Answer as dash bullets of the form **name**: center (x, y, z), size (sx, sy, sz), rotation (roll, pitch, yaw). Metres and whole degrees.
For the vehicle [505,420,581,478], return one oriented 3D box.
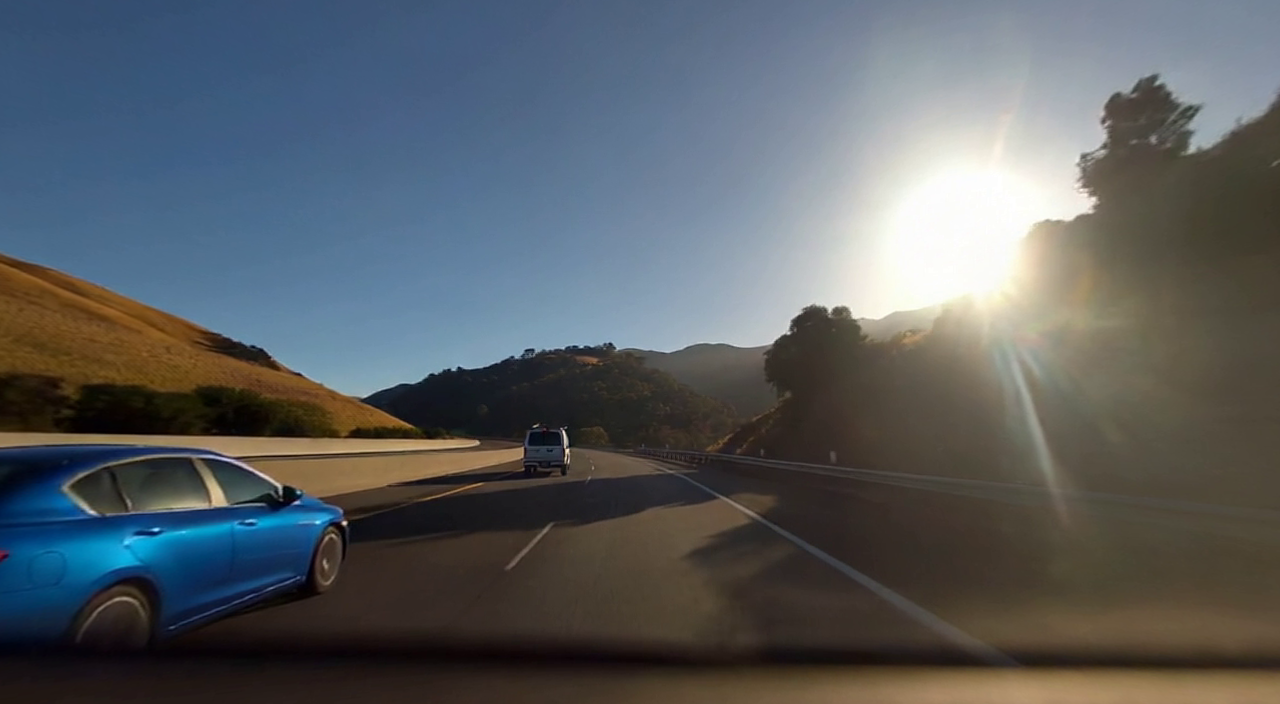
- **vehicle**: center (-3.977, 4.147, 27.014), size (2.444, 2.204, 5.568), rotation (0, -8, -1)

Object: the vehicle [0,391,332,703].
- **vehicle**: center (-4.133, 1.067, 3.850), size (2.097, 1.511, 4.585), rotation (0, -8, 1)
